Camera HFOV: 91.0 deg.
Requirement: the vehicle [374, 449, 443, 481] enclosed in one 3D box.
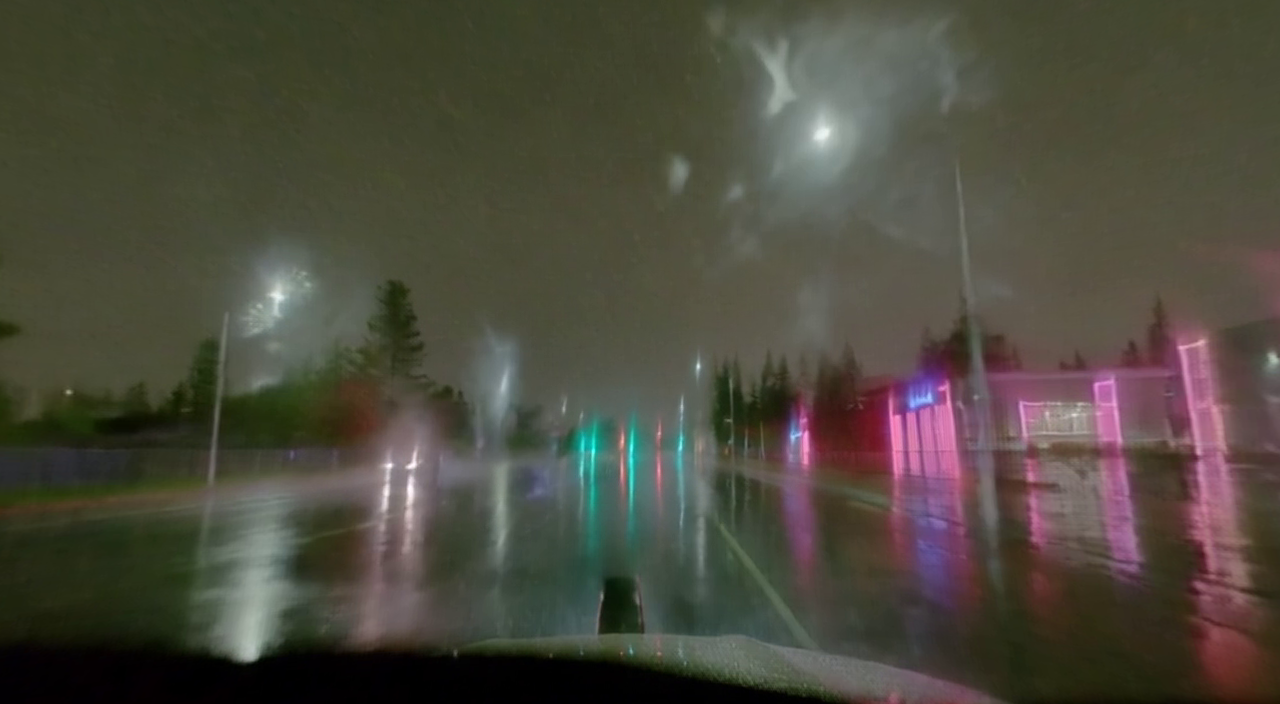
[{"bbox_3d":[-13.042,6.377,35.821,2.094,1.638,4.477,-1,-9,2],"label":"vehicle"}]
